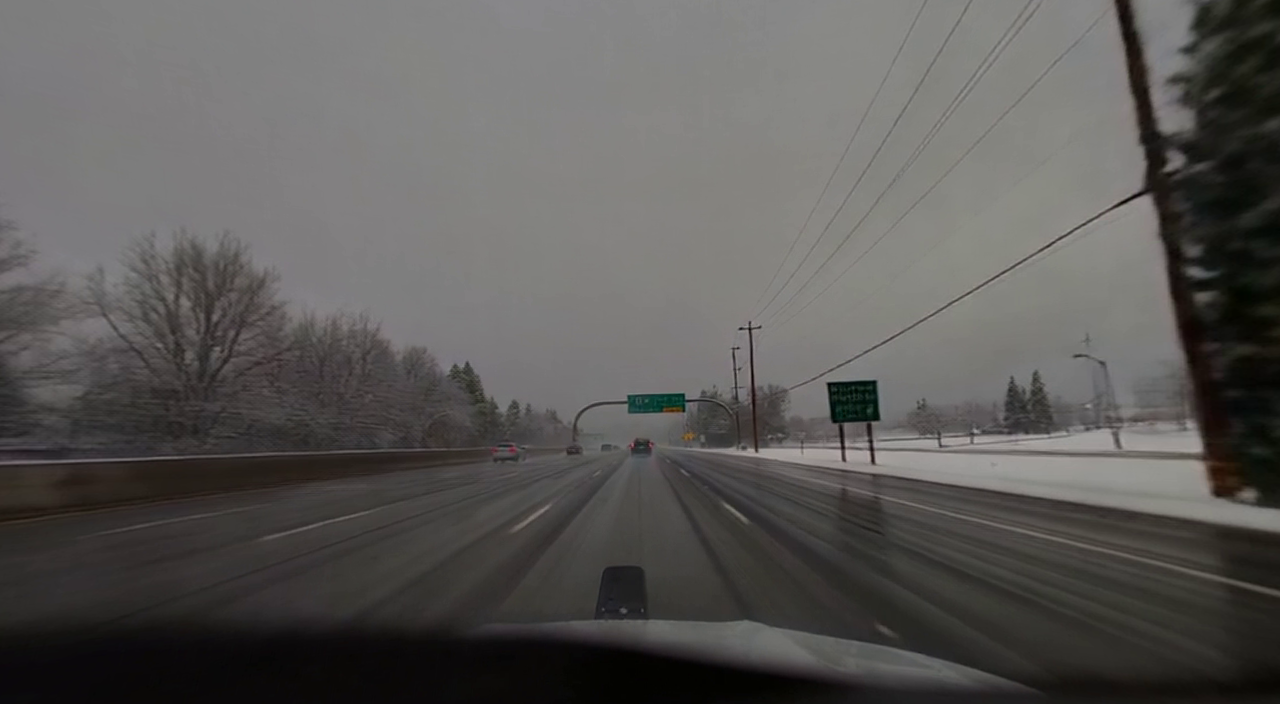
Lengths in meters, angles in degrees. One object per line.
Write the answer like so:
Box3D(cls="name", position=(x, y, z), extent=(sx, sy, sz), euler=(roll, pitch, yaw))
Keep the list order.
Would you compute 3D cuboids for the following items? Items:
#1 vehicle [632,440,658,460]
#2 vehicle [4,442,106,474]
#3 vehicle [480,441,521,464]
Box3D(cls="vehicle", position=(0.367, 7.717, 49.907), extent=(2.036, 1.474, 3.969), euler=(0, -8, 0))
Box3D(cls="vehicle", position=(-28.022, 5.087, 30.346), extent=(1.542, 1.400, 3.449), euler=(-2, -9, 0))
Box3D(cls="vehicle", position=(-10.075, 7.282, 45.906), extent=(1.947, 1.528, 4.355), euler=(0, -8, 1))
